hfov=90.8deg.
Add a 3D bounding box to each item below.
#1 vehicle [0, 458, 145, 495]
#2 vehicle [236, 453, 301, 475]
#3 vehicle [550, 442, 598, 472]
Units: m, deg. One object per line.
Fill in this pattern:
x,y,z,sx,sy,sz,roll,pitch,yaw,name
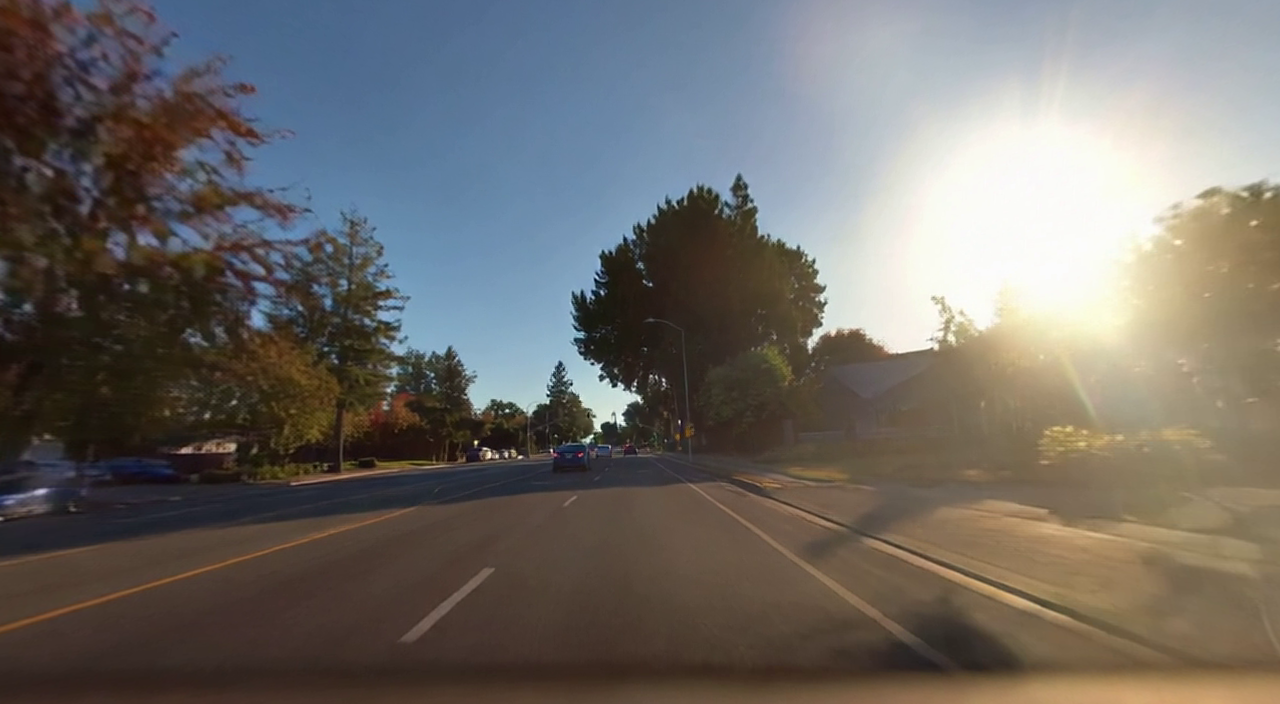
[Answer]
-23.801,5.192,26.509,4.235,1.456,2.171,0,-9,1,vehicle
-28.759,8.685,49.003,3.814,1.512,1.948,1,-8,2,vehicle
-3.385,5.463,33.171,2.030,1.467,4.251,0,-9,0,vehicle
